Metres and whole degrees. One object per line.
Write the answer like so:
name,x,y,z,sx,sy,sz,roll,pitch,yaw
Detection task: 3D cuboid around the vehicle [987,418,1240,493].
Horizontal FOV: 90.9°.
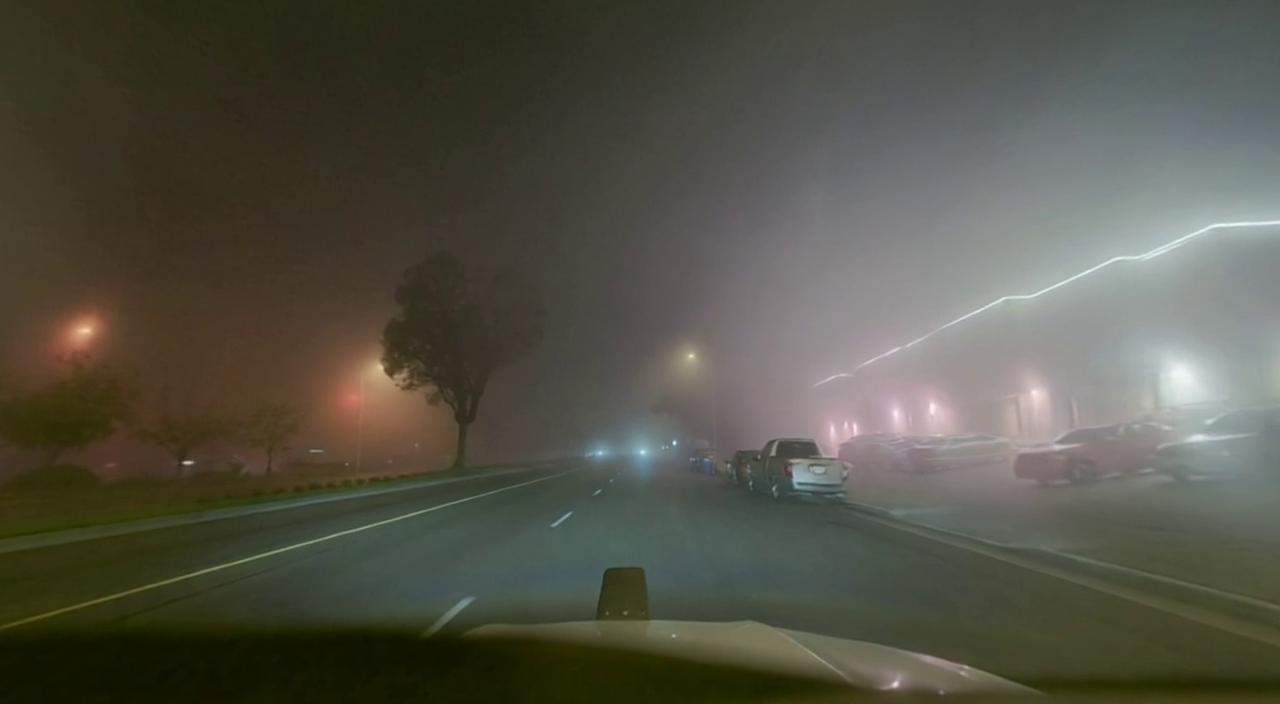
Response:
vehicle,11.490,2.530,15.511,4.746,1.332,1.793,-4,-9,-2

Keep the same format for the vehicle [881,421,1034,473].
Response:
vehicle,12.173,3.708,24.495,4.778,1.520,2.020,-6,-9,7

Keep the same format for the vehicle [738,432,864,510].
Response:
vehicle,4.126,3.148,17.201,2.078,1.771,5.174,0,-8,0

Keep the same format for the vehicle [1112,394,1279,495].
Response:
vehicle,12.417,1.777,12.761,4.067,1.732,1.983,-3,-8,-5
